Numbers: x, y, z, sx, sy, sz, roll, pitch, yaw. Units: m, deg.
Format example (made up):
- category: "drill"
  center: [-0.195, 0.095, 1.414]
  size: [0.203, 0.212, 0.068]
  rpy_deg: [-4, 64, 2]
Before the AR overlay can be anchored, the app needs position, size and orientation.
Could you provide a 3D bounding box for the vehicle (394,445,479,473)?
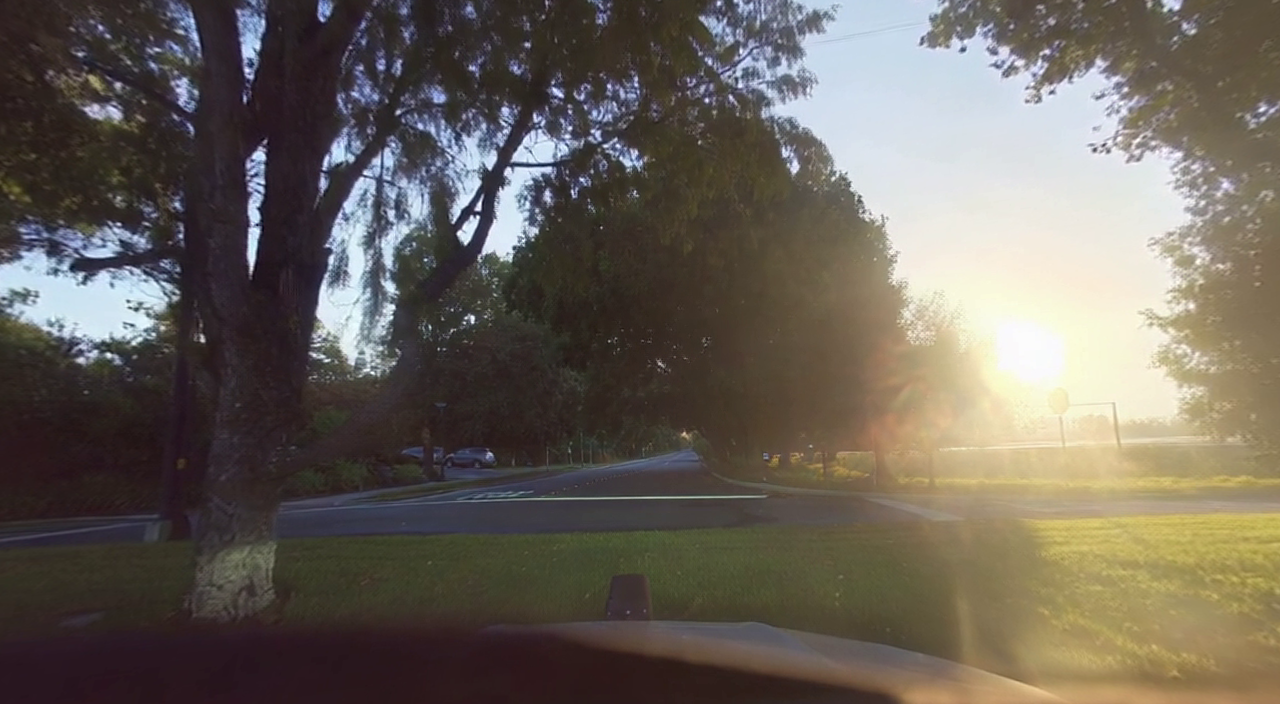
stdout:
- category: "vehicle"
  center: [-12.680, 6.671, 39.407]
  size: [4.590, 1.735, 1.973]
  rpy_deg: [0, -9, 3]
